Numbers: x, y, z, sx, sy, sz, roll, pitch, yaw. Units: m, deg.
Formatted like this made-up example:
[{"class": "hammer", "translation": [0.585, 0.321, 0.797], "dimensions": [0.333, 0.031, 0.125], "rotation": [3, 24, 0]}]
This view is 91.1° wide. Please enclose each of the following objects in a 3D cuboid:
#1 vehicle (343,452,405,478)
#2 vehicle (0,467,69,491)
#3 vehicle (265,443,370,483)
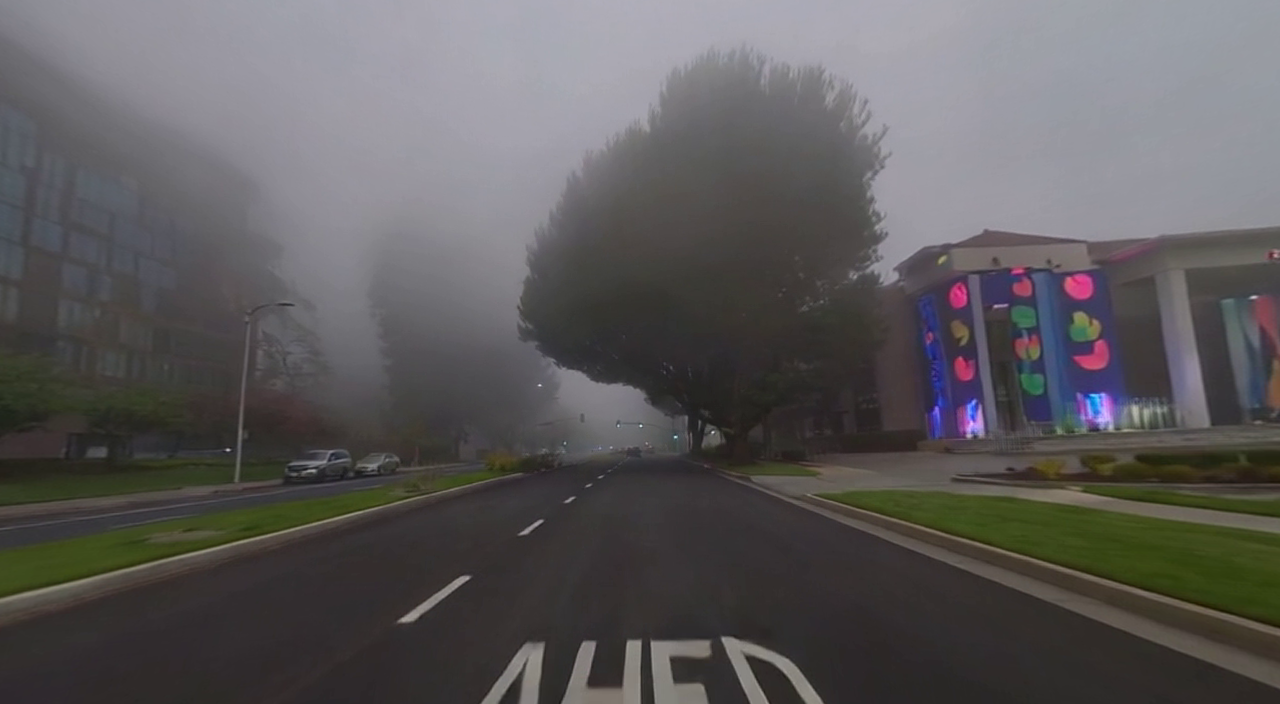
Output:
[{"class": "vehicle", "translation": [-17.521, 7.427, 41.582], "dimensions": [1.933, 1.521, 4.771], "rotation": [0, -9, 1]}, {"class": "vehicle", "translation": [-47.787, 9.929, 49.201], "dimensions": [1.997, 1.624, 4.576], "rotation": [-3, -9, -4]}, {"class": "vehicle", "translation": [-17.386, 6.005, 34.346], "dimensions": [2.617, 1.997, 5.830], "rotation": [0, -9, 0]}]
